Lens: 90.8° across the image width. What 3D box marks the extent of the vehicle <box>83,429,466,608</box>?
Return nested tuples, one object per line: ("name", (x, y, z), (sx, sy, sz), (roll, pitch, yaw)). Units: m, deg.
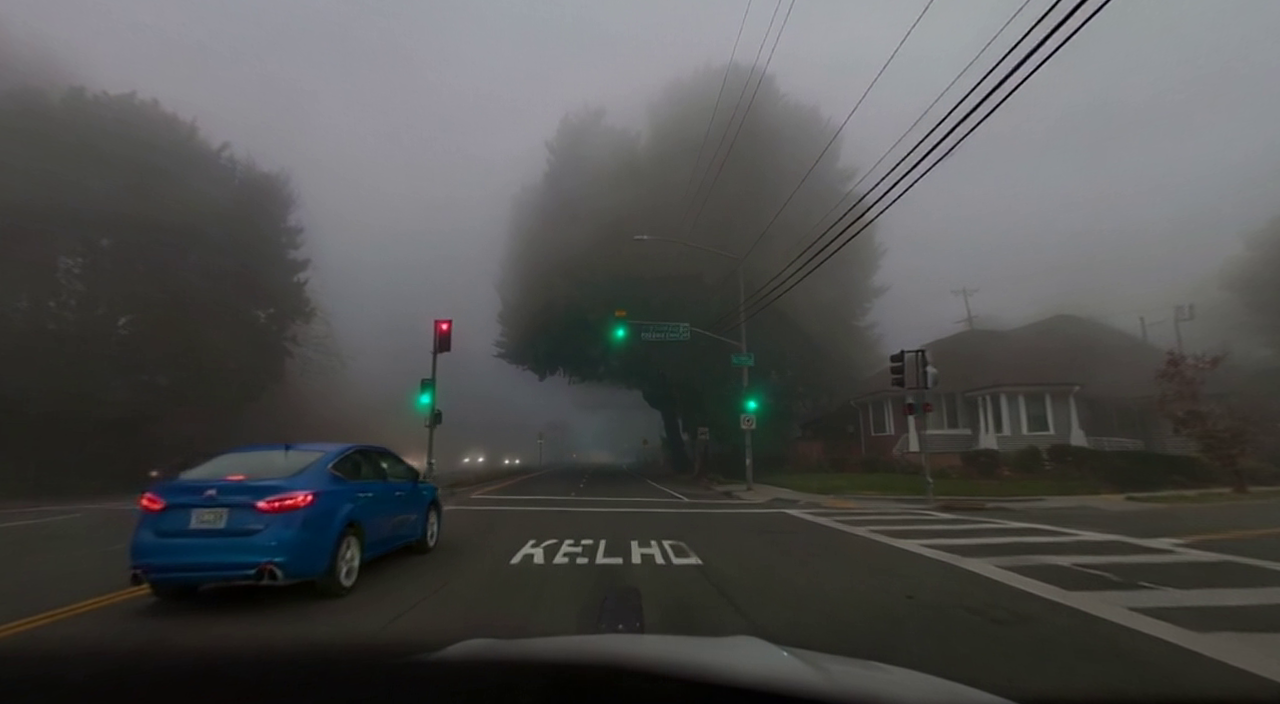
("vehicle", (-3.756, 1.762, 7.715), (1.980, 1.508, 4.502), (0, -9, 0))
